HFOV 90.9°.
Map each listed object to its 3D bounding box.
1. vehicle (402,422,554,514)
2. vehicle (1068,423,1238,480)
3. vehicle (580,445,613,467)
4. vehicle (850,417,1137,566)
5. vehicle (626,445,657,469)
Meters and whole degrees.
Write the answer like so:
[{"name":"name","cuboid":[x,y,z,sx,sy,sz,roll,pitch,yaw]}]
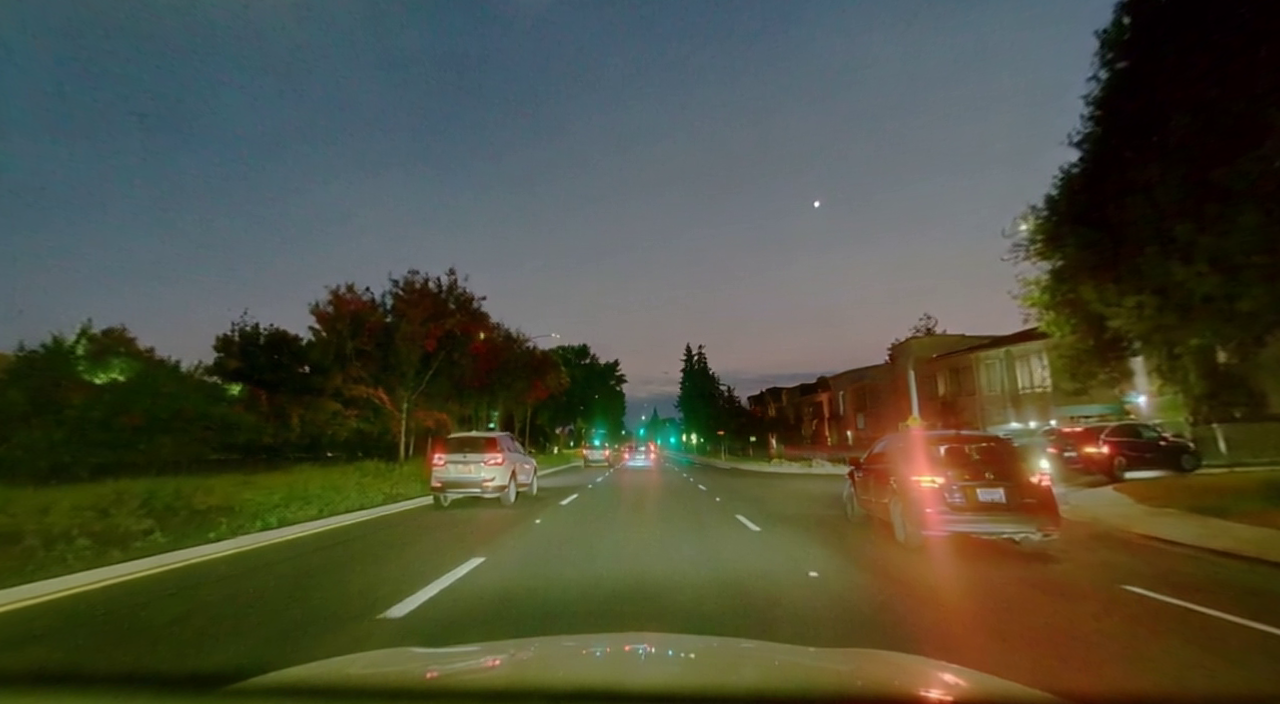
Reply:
[{"name":"vehicle","cuboid":[-3.591,2.700,15.143,2.216,1.828,4.886,0,-9,2]},{"name":"vehicle","cuboid":[16.144,3.108,19.858,4.735,1.597,1.950,3,-9,-22]},{"name":"vehicle","cuboid":[-3.267,7.891,48.129,2.091,1.548,4.604,0,-9,2]},{"name":"vehicle","cuboid":[4.563,1.839,9.082,1.969,1.593,4.293,-1,-9,6]},{"name":"vehicle","cuboid":[0.144,7.047,42.406,1.940,1.501,4.133,0,-9,1]}]
